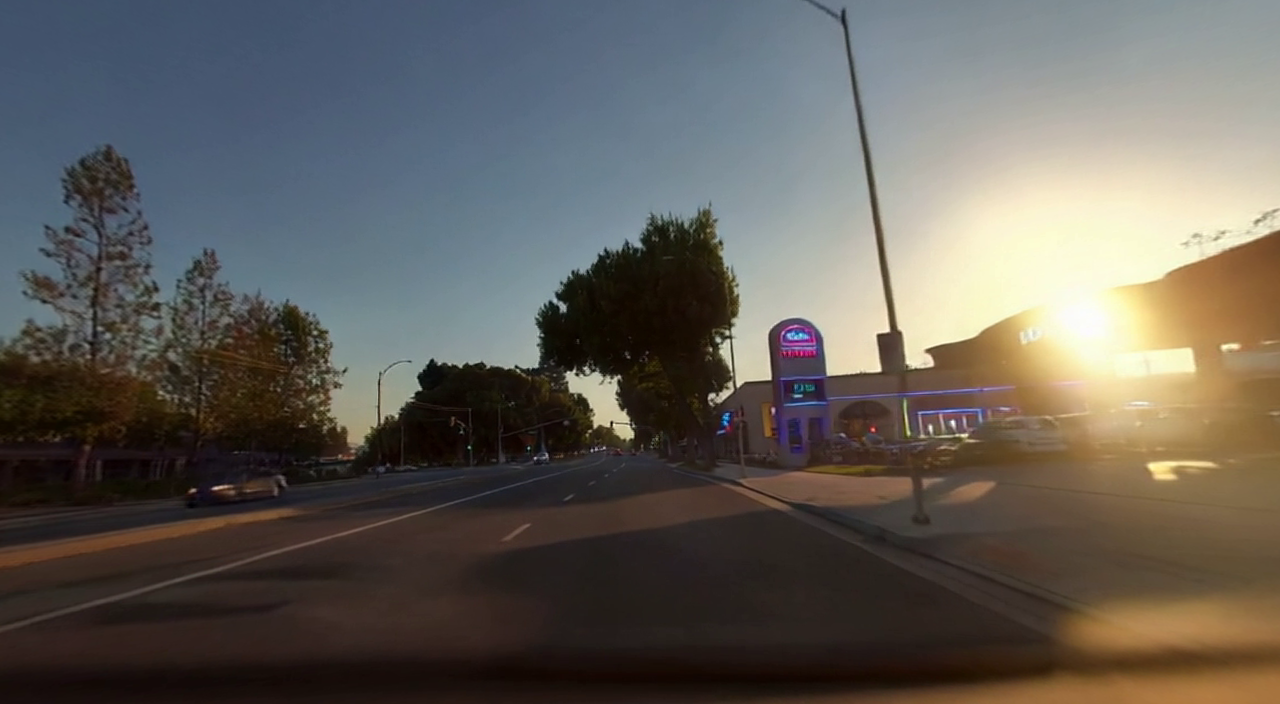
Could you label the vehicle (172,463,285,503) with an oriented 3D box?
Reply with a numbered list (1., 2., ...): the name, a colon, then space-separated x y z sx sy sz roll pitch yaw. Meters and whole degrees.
1. vehicle: -17.788 5.661 27.500 1.834 1.469 4.496 0 -8 0
